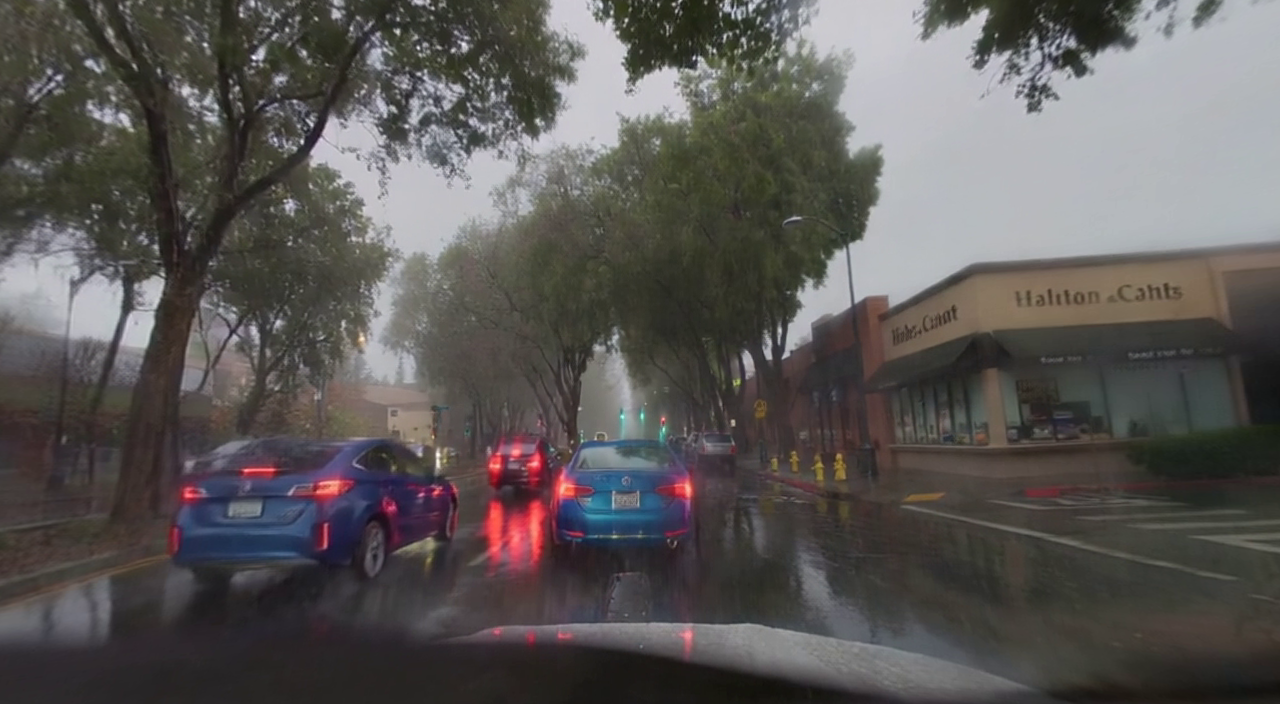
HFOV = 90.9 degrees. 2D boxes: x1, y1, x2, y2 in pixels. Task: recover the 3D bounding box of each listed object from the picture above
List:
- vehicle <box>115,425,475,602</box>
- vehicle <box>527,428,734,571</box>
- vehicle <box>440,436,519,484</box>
[{"bbox_3d":[-3.449,1.670,7.388,1.905,1.473,4.016,0,-9,1],"label":"vehicle"},{"bbox_3d":[-0.105,1.850,8.671,2.160,1.482,4.037,0,-9,0],"label":"vehicle"},{"bbox_3d":[-6.206,4.231,24.986,2.095,1.682,4.371,0,-9,-2],"label":"vehicle"}]
